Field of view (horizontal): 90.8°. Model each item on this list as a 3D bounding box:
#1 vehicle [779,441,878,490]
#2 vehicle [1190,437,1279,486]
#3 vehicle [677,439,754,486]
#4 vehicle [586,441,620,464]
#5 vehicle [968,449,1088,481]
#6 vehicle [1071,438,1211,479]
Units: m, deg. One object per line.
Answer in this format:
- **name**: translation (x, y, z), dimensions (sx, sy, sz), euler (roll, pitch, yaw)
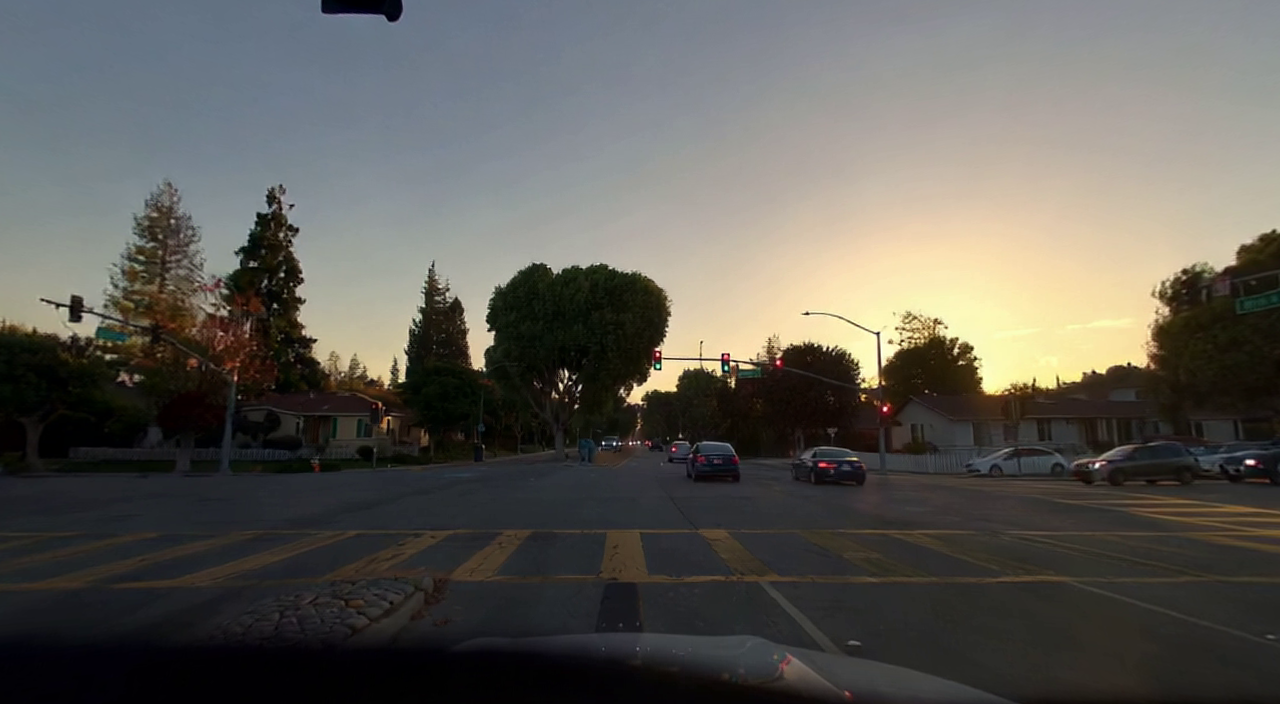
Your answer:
- **vehicle**: translation (6.269, 3.807, 21.579), dimensions (1.908, 1.450, 4.564), euler (0, -9, -1)
- **vehicle**: translation (23.613, 4.039, 23.479), dimensions (4.417, 1.725, 1.969), euler (0, -9, -1)
- **vehicle**: translation (2.536, 3.851, 22.404), dimensions (2.079, 1.473, 4.748), euler (0, -9, -1)
- **vehicle**: translation (-2.423, 6.711, 42.285), dimensions (2.045, 1.484, 3.991), euler (0, -9, 0)
- **vehicle**: translation (19.714, 5.750, 32.243), dimensions (4.874, 1.544, 1.779), euler (0, -9, 1)
- **vehicle**: translation (23.479, 4.987, 29.758), dimensions (4.807, 1.835, 2.033), euler (0, -9, -1)
